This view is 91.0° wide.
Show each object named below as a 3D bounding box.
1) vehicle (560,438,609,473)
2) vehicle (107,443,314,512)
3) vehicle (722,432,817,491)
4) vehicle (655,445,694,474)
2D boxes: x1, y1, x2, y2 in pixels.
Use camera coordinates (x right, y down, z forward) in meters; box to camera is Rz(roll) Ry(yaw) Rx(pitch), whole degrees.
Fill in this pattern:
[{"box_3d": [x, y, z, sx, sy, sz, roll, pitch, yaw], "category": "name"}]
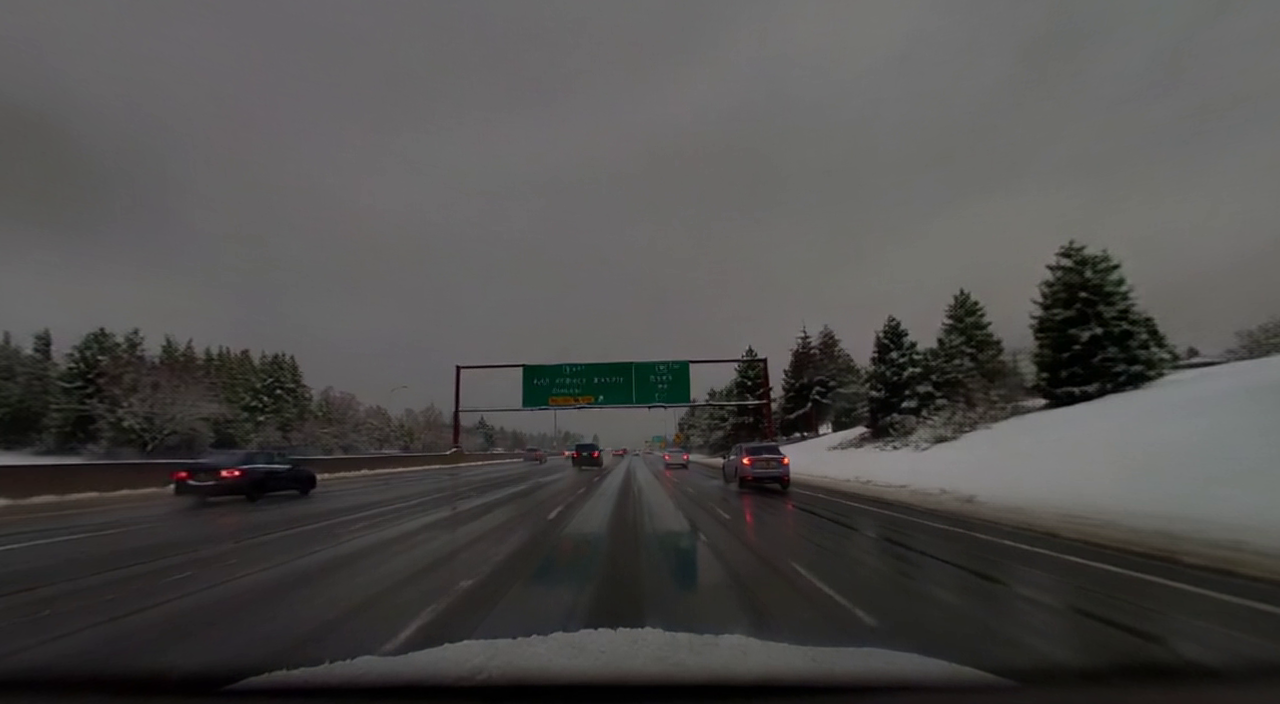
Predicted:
[{"box_3d": [-3.218, 6.218, 37.908, 2.449, 1.929, 5.503, 0, -9, 0], "category": "vehicle"}, {"box_3d": [-10.611, 3.098, 16.128, 1.974, 1.472, 4.684, 0, -9, 0], "category": "vehicle"}, {"box_3d": [4.242, 3.697, 21.564, 2.218, 1.776, 4.807, 0, -9, 0], "category": "vehicle"}, {"box_3d": [1.945, 6.218, 36.665, 2.126, 1.529, 4.438, 0, -9, 1], "category": "vehicle"}]
